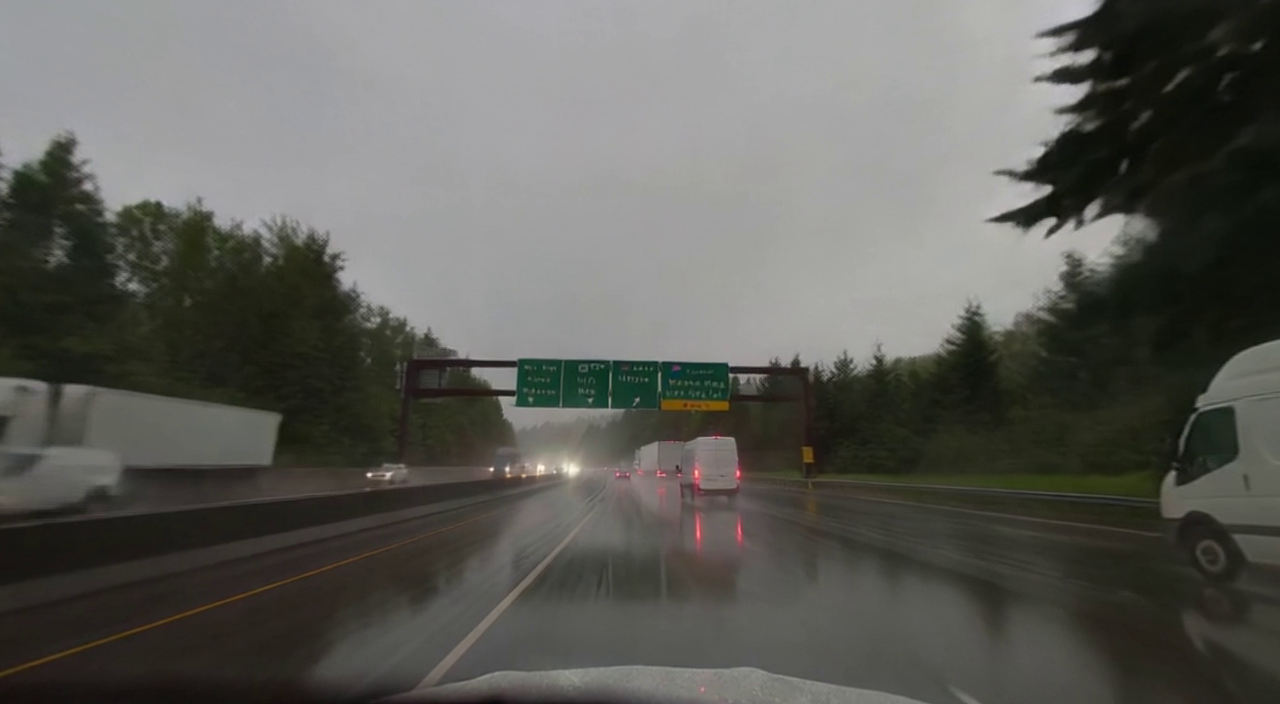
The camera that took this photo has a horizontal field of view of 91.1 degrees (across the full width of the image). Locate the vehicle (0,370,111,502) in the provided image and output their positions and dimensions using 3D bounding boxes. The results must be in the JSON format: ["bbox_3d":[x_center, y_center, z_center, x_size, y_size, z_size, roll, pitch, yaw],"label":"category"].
[{"bbox_3d":[-21.108,2.713,20.063,2.923,3.992,5.858,1,-10,0],"label":"vehicle"}]

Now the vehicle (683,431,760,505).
[{"bbox_3d":[3.141,4.704,25.534,2.291,2.639,5.280,1,-10,-2],"label":"vehicle"}]

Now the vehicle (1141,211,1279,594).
[{"bbox_3d":[8.200,0.306,5.291,2.973,3.981,5.821,0,-10,2],"label":"vehicle"}]

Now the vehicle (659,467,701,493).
[{"bbox_3d":[2.316,7.596,37.462,2.081,1.453,4.300,1,-10,-2],"label":"vehicle"}]

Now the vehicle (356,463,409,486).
[{"bbox_3d":[-17.877,8.518,43.848,1.950,1.499,4.151,1,-10,-1],"label":"vehicle"}]

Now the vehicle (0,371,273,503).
[{"bbox_3d":[-21.264,3.893,26.588,2.909,4.066,14.514,1,-10,-1],"label":"vehicle"}]
